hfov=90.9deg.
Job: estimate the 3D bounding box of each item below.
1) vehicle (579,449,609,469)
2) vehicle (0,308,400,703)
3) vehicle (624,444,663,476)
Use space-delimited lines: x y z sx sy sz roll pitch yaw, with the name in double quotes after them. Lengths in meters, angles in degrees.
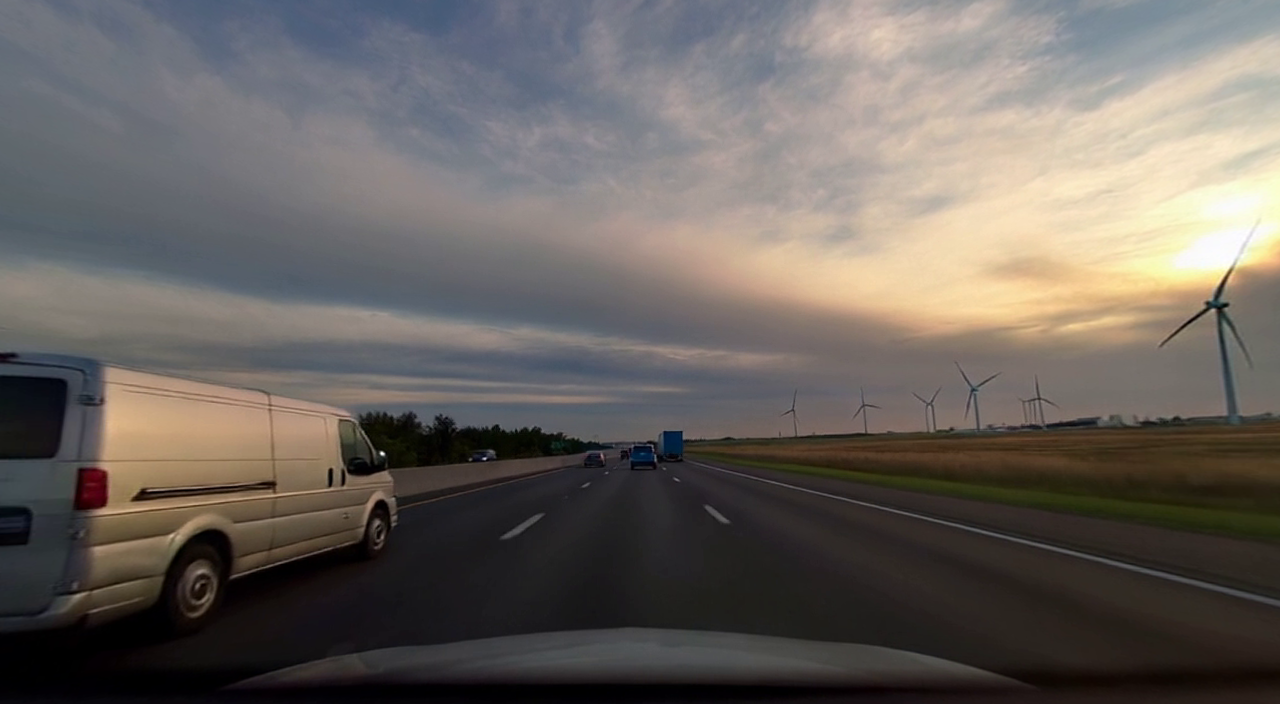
-3.569 8.407 49.550 1.984 1.491 4.341 0 -9 0 "vehicle"
-4.010 1.137 5.118 2.238 1.984 4.650 0 -9 0 "vehicle"
0.192 6.165 36.237 2.083 1.689 4.083 0 -9 0 "vehicle"
